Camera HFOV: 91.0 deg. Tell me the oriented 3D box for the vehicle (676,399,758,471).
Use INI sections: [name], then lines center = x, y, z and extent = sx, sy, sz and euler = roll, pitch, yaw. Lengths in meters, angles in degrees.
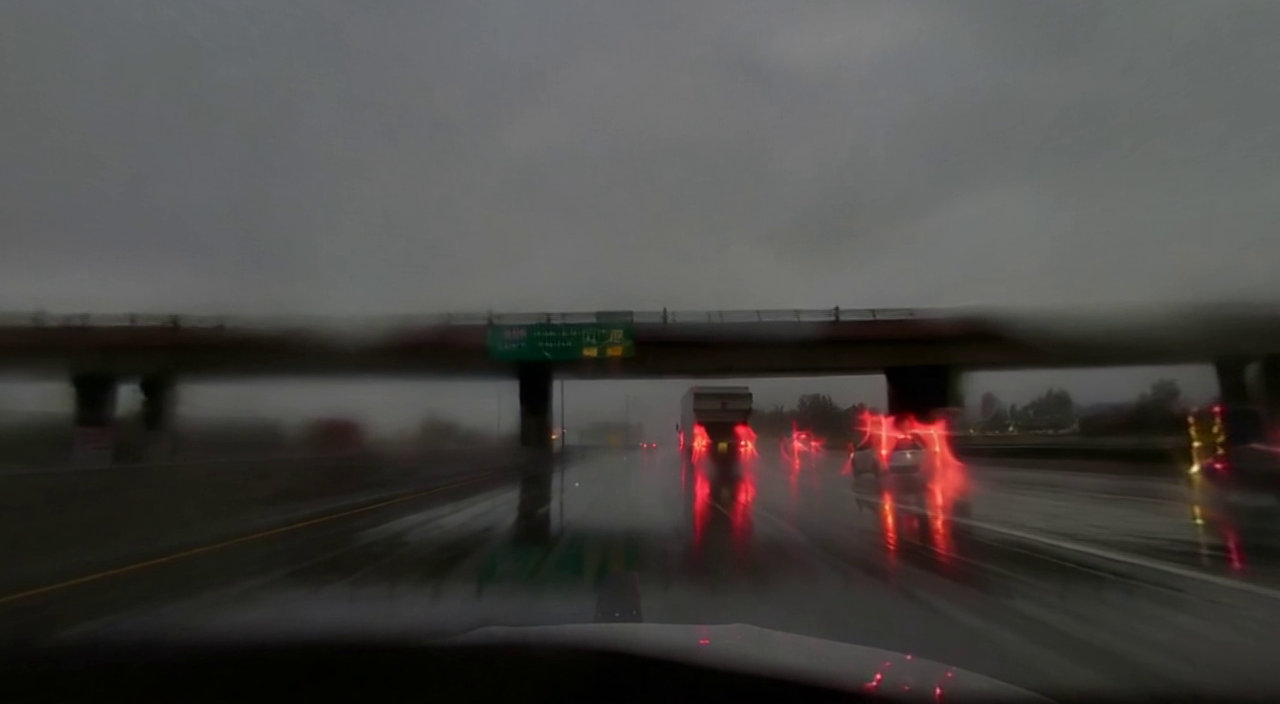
[vehicle]
center = 4.121, 4.911, 37.042
extent = 3.306, 3.531, 11.717
euler = 0, -8, 0
